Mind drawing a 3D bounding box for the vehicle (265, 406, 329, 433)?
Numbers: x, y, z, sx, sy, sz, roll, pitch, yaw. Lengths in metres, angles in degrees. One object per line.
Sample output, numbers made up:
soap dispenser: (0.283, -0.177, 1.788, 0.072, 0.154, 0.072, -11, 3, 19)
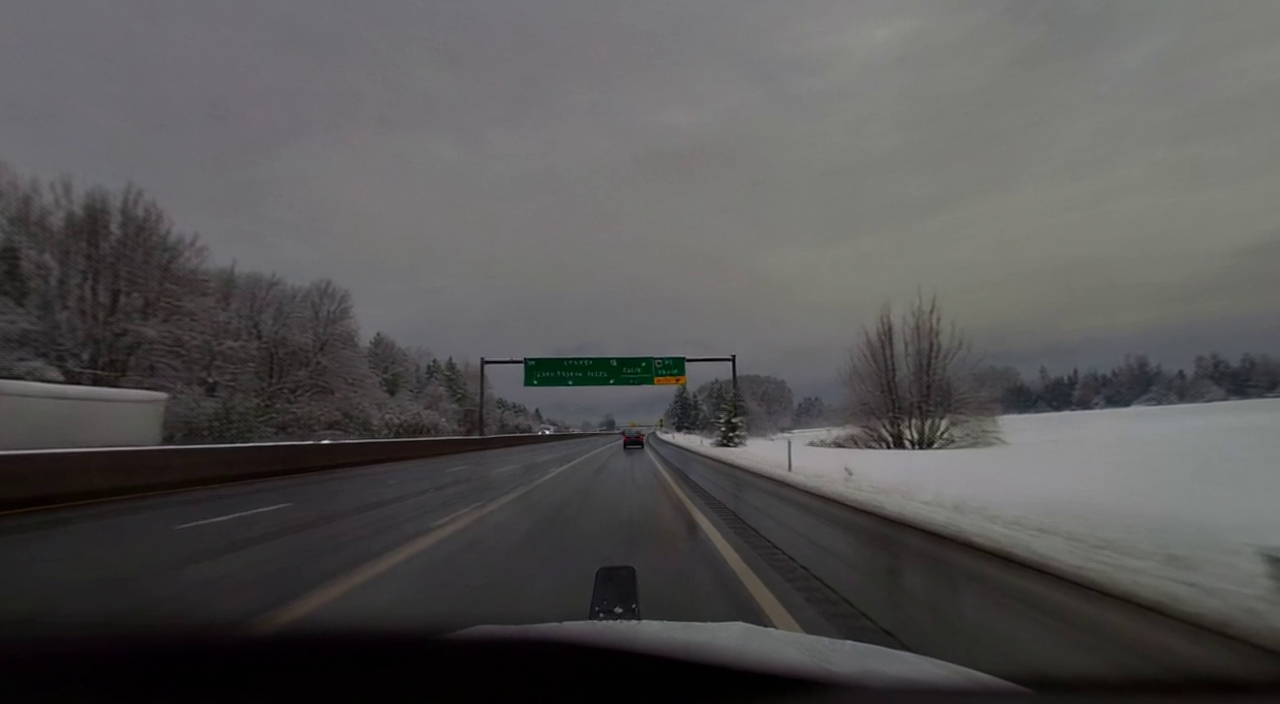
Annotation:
vehicle: (-20.770, 4.137, 38.216, 1.694, 1.520, 3.886, 0, -8, 0)

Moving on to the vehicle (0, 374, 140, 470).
vehicle: (-24.317, 2.651, 23.535, 2.715, 3.424, 10.329, 0, -8, -1)
